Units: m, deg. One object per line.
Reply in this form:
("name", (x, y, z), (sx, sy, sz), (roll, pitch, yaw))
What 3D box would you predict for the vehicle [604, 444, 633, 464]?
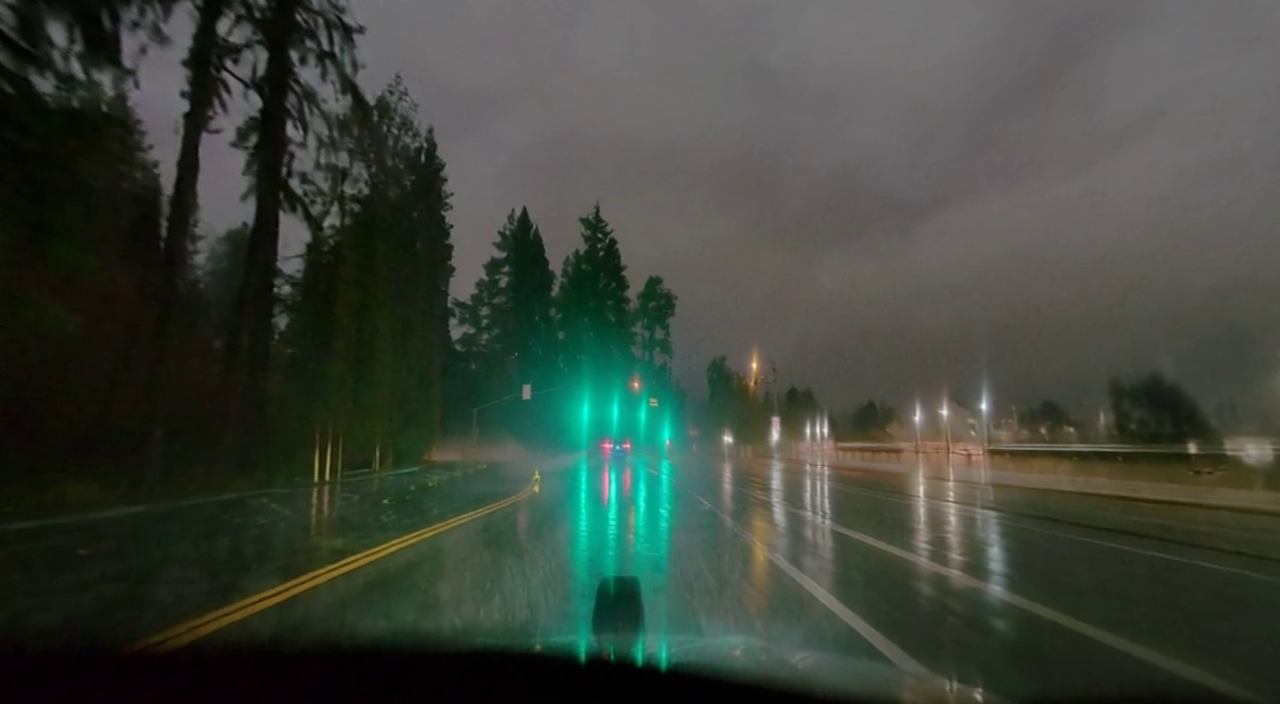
("vehicle", (-1.657, 7.764, 48.222), (2.042, 1.489, 3.963), (1, -9, -4))
